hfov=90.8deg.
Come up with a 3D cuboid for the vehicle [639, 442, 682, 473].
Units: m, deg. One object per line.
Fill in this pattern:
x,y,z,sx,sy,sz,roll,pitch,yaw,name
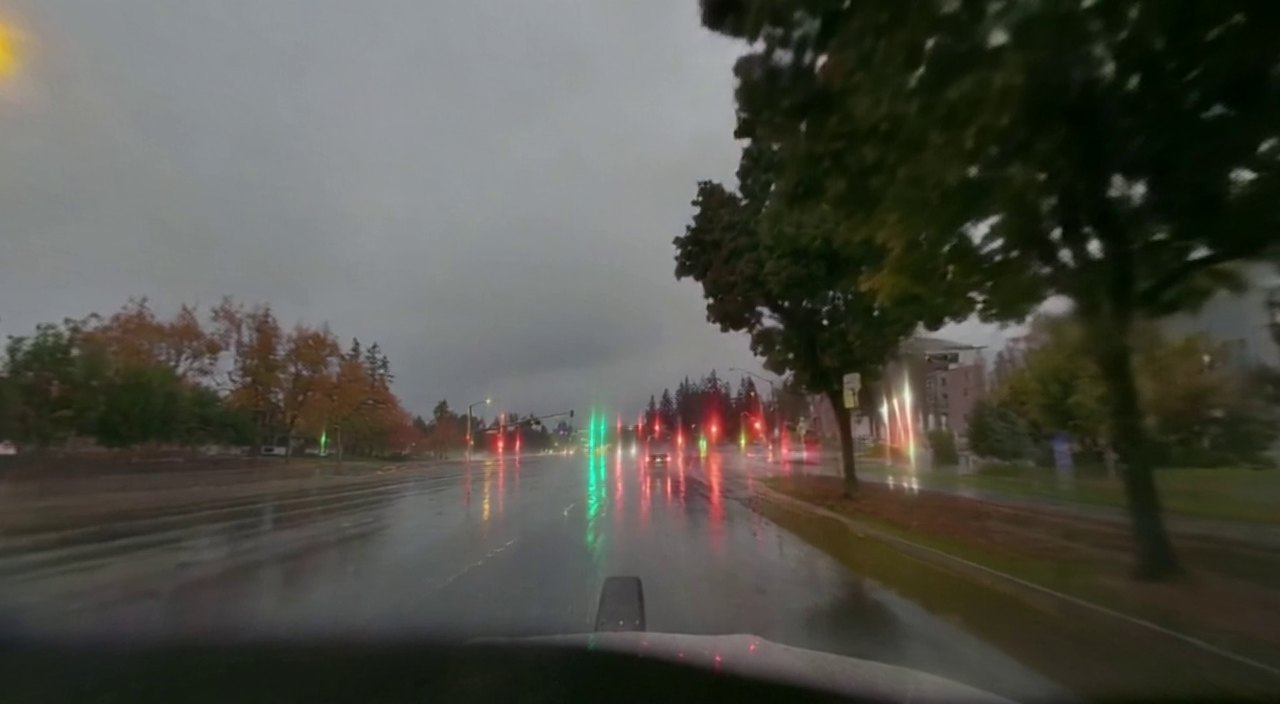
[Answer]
1.089,5.572,33.633,2.133,1.481,4.276,-1,-8,2,vehicle
